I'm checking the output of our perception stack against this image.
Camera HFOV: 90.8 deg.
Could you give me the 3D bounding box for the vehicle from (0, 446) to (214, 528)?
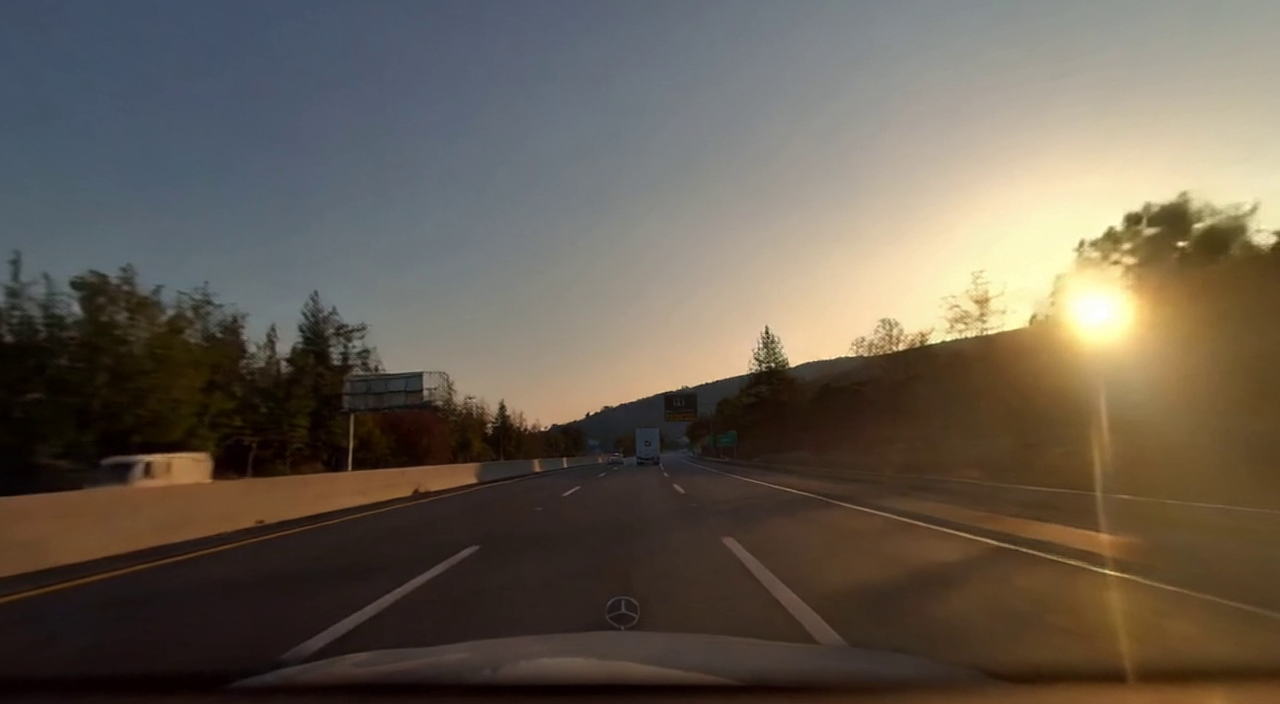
[{"bbox_3d":[-16.675,4.140,20.102,2.377,2.202,5.348,0,-9,0],"label":"vehicle"}]
